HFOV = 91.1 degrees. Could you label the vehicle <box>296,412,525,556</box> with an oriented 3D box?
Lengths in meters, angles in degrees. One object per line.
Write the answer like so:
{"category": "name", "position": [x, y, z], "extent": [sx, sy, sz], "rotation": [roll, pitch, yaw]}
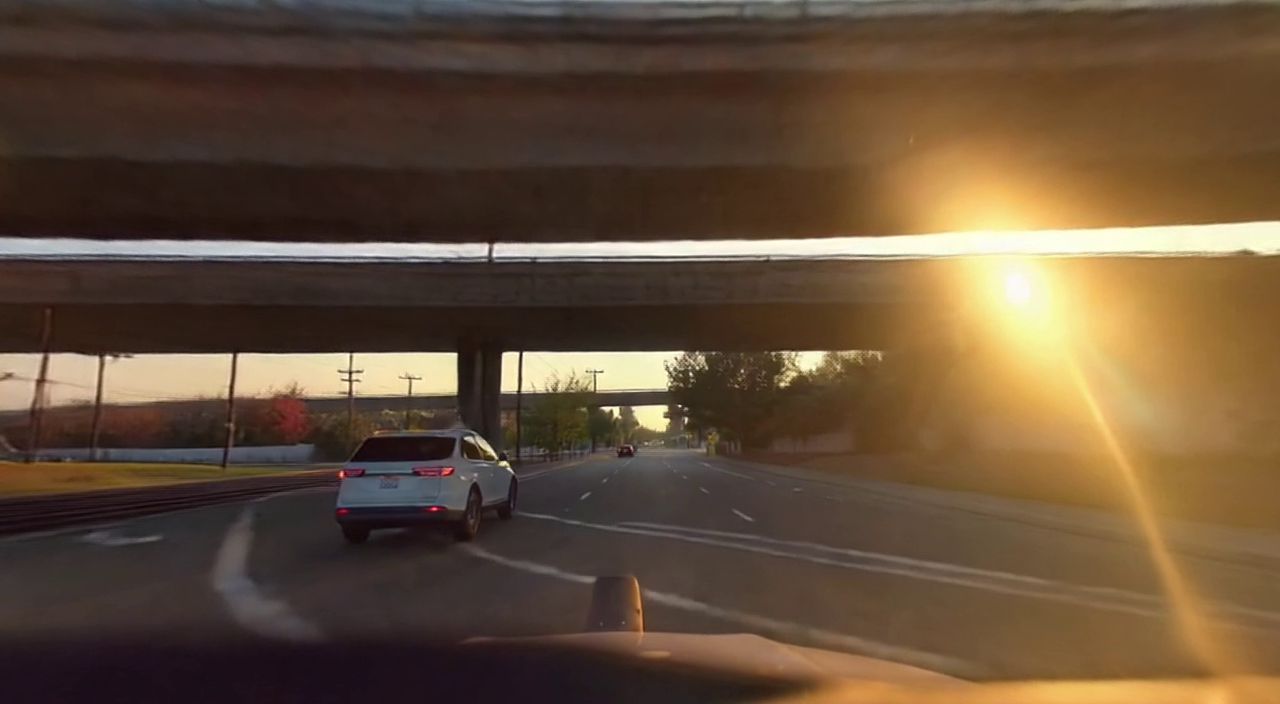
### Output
{"category": "vehicle", "position": [-3.158, 1.902, 9.772], "extent": [1.882, 1.704, 4.335], "rotation": [0, -8, 0]}
